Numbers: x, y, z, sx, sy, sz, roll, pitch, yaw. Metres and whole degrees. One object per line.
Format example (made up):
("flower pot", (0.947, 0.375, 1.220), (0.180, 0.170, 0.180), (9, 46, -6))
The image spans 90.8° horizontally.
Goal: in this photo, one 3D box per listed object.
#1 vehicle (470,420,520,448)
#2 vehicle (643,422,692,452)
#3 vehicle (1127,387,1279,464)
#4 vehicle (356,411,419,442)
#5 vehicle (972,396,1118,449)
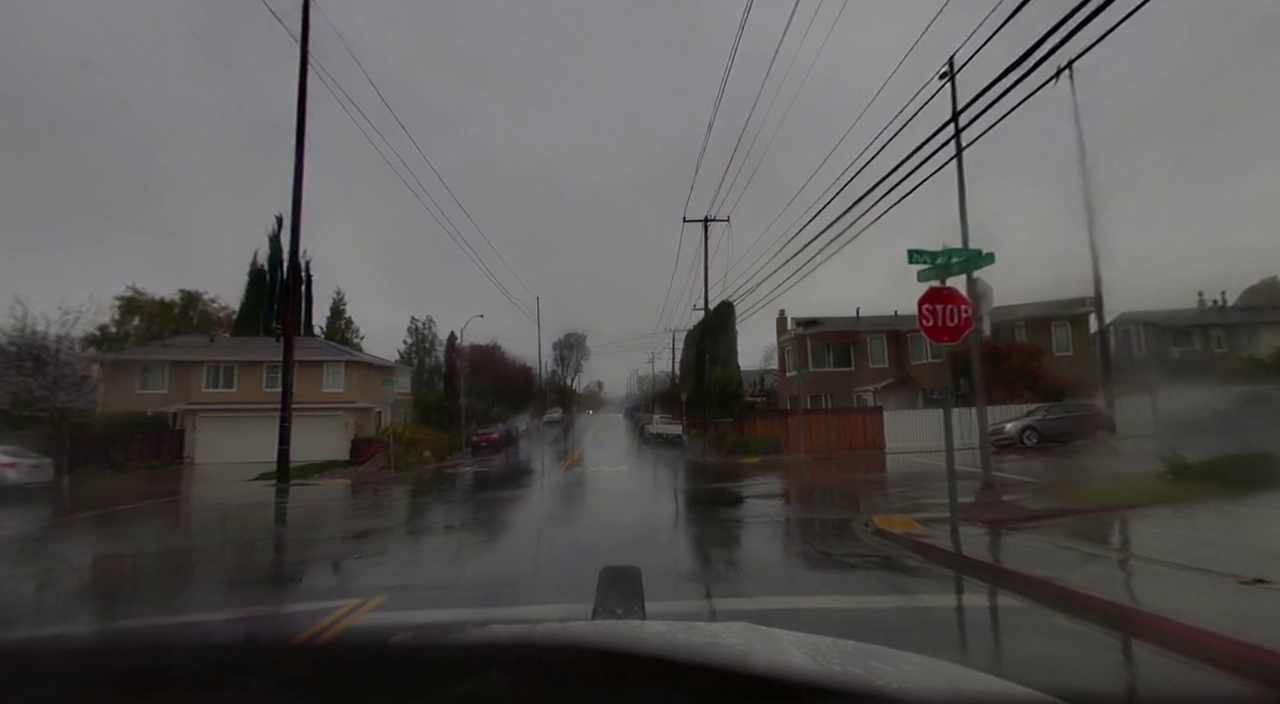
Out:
("vehicle", (-8.668, 4.984, 38.211), (2.065, 1.553, 4.636), (0, -8, -2))
("vehicle", (1.422, 4.609, 34.116), (2.120, 1.487, 4.360), (1, -8, -4))
("vehicle", (15.519, 1.939, 16.383), (4.389, 1.818, 2.062), (2, -9, -12))
("vehicle", (-14.693, 4.441, 37.030), (1.992, 1.678, 4.658), (0, -8, -4))
("vehicle", (16.994, 3.023, 26.615), (4.985, 2.088, 2.141), (2, -9, -13))
